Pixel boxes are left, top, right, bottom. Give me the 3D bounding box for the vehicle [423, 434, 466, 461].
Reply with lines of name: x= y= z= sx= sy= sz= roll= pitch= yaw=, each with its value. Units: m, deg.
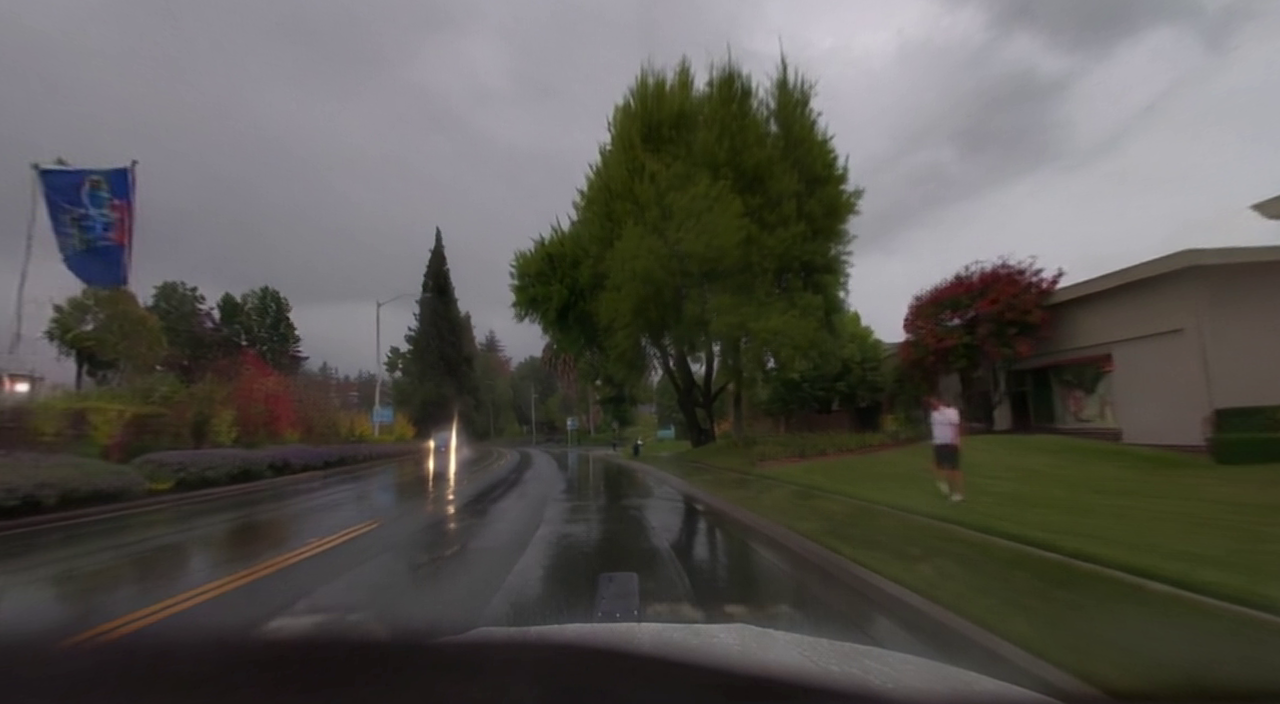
vehicle: x=-11.392 y=5.550 z=36.899 sx=1.912 sy=1.500 sz=3.772 roll=1 pitch=-8 yaw=-10
